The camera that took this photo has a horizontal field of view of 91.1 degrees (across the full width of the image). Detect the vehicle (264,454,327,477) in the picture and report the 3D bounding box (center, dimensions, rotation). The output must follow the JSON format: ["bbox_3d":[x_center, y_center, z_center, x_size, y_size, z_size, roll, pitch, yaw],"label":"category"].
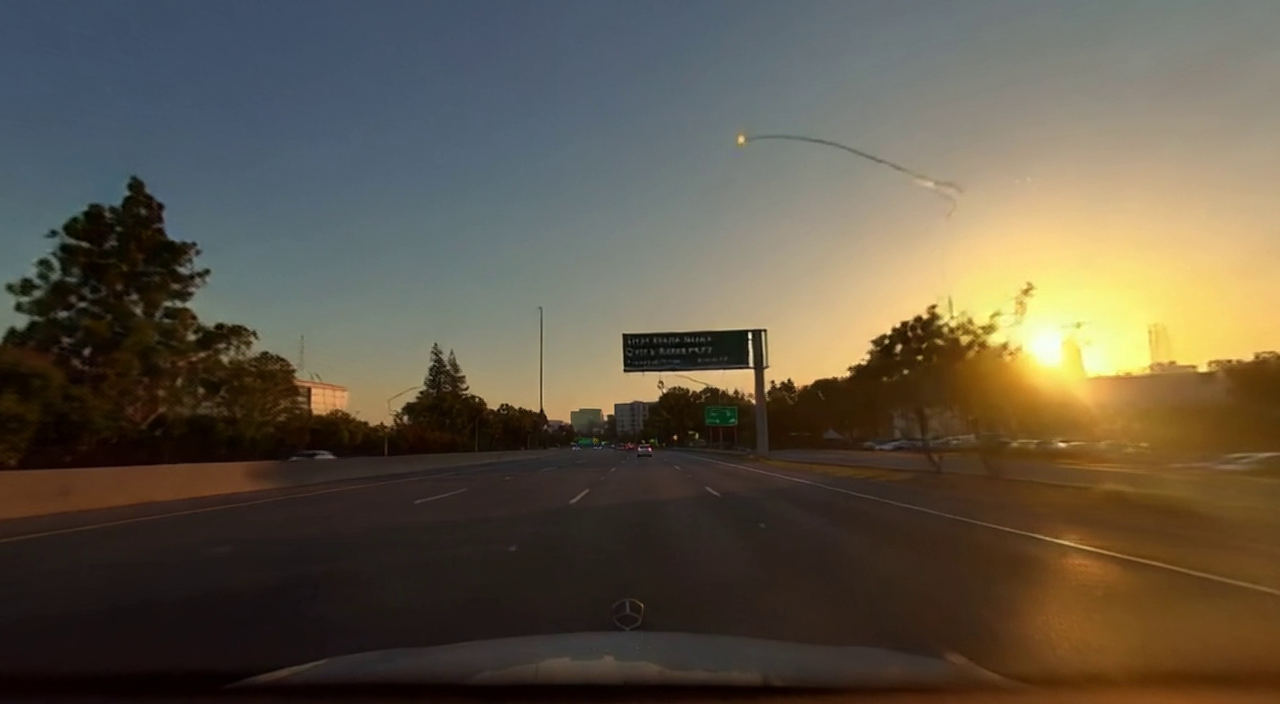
[{"bbox_3d":[-24.459,8.051,44.806,1.918,1.465,4.515,0,-9,0],"label":"vehicle"}]
